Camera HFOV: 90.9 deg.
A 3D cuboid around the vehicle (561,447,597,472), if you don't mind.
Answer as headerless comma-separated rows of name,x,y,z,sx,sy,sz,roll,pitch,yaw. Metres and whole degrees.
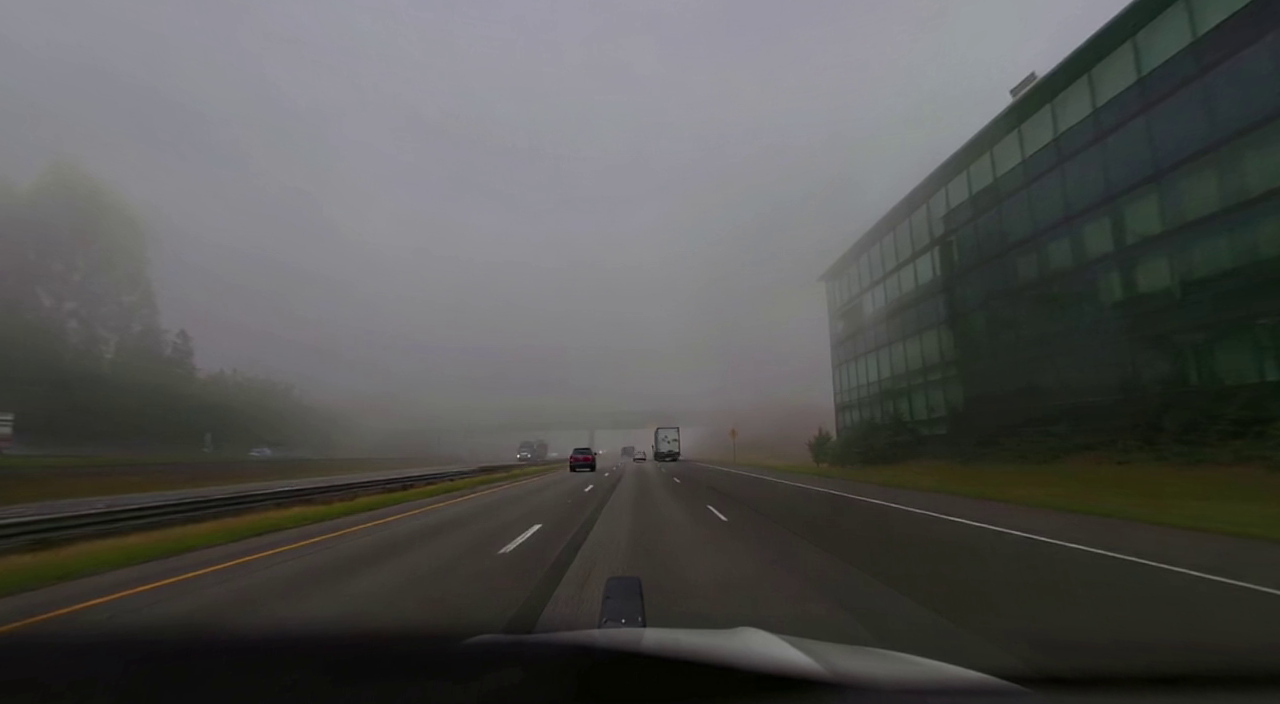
vehicle,-3.978,7.132,41.927,2.042,1.506,4.211,0,-9,-1
